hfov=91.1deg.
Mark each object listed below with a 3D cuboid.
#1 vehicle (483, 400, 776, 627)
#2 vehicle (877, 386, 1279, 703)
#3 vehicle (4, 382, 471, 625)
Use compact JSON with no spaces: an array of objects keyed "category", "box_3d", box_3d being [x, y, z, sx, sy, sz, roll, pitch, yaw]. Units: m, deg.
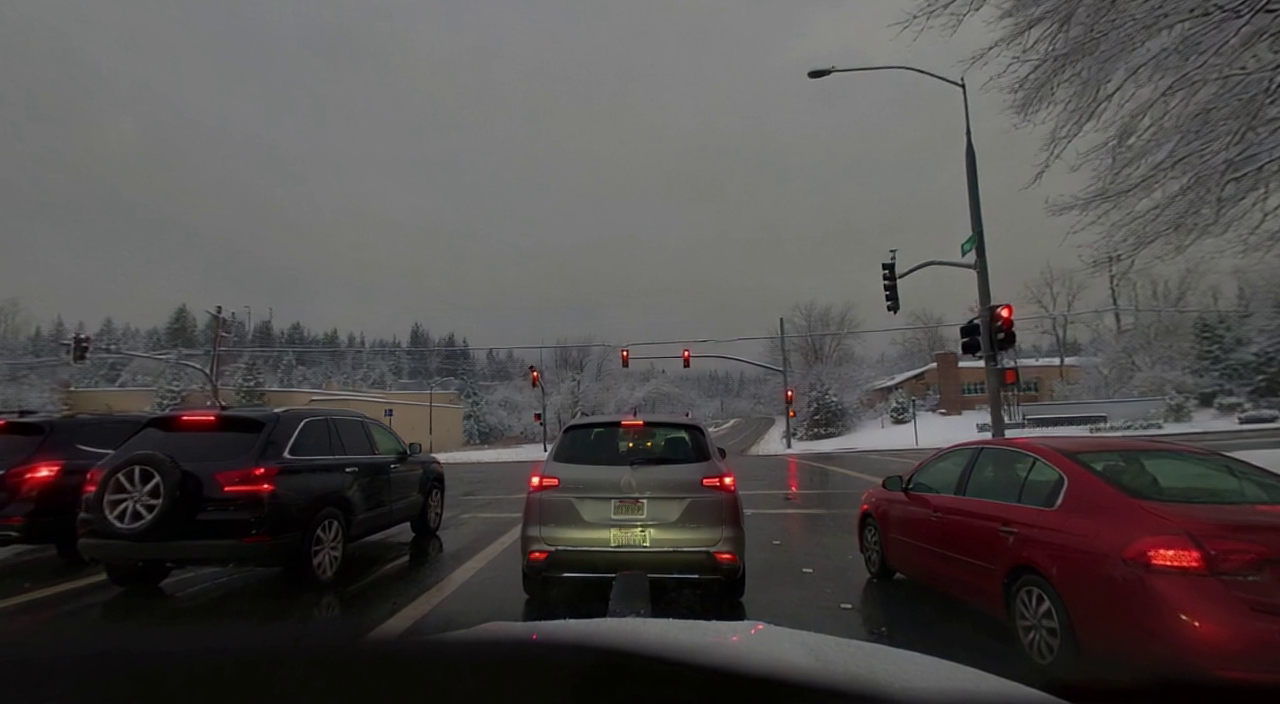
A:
[{"category":"vehicle","box_3d":[-0.052,1.402,6.305,2.047,1.579,3.642,0,-8,1]},{"category":"vehicle","box_3d":[3.591,1.200,4.609,2.010,1.486,4.498,0,-8,1]},{"category":"vehicle","box_3d":[-3.563,1.423,6.845,2.014,1.755,4.360,0,-8,3]}]
